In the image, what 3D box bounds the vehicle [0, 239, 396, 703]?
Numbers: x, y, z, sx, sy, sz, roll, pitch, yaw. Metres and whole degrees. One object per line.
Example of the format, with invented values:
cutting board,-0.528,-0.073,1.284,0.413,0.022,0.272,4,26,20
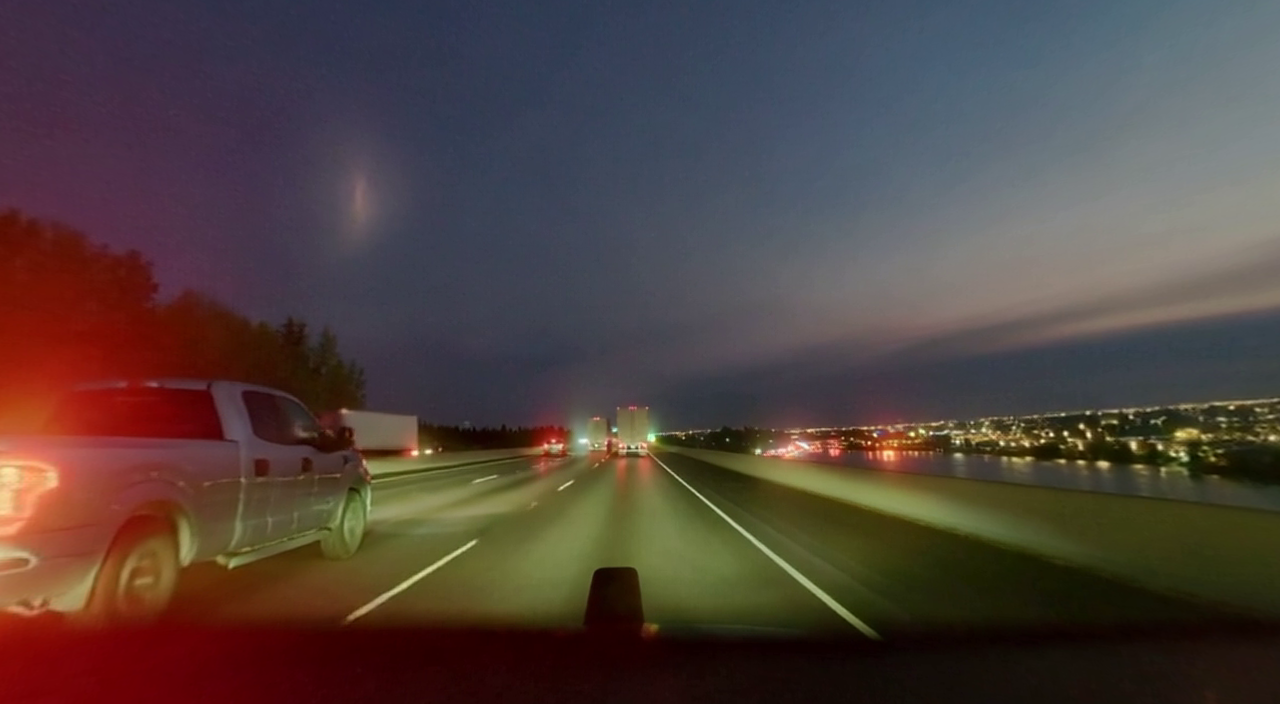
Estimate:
vehicle,-3.493,0.815,3.725,2.223,2.045,4.798,0,-8,-1
